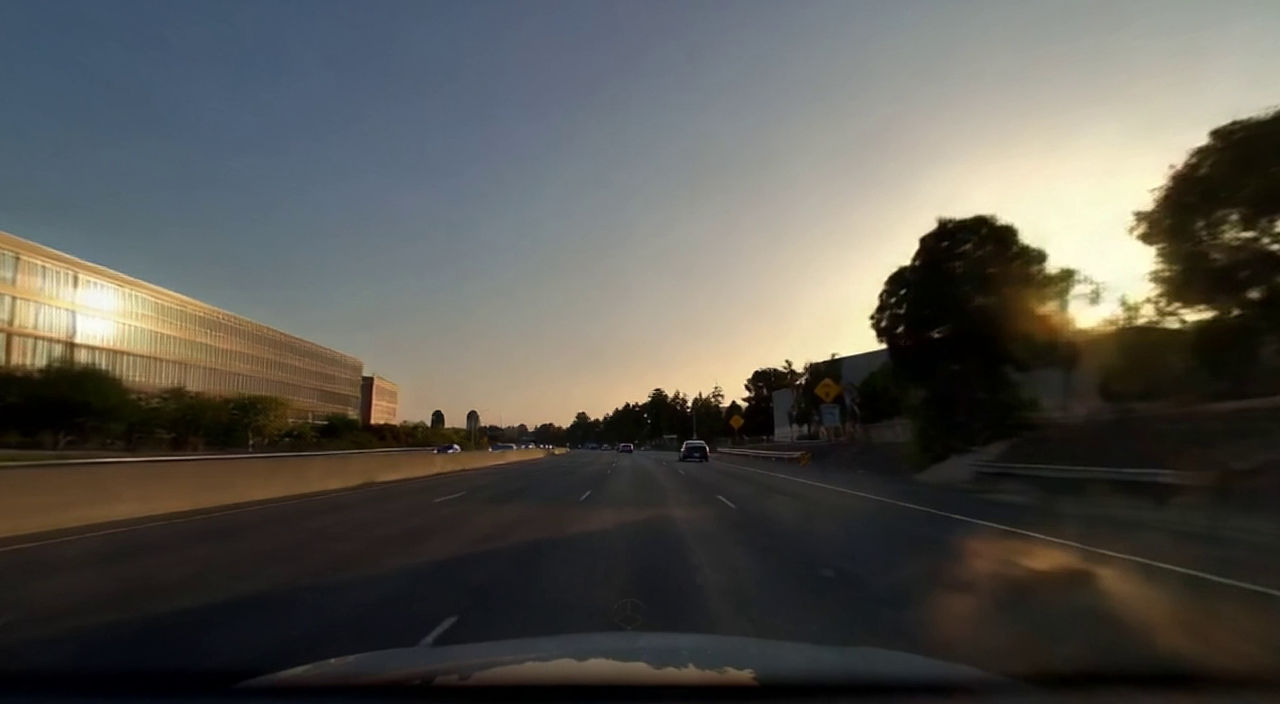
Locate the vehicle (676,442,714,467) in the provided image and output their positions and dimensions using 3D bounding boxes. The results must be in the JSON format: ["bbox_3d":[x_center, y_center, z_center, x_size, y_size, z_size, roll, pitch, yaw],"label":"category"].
[{"bbox_3d":[3.454,6.520,40.402,1.926,1.477,4.025,0,-8,-2],"label":"vehicle"}]
